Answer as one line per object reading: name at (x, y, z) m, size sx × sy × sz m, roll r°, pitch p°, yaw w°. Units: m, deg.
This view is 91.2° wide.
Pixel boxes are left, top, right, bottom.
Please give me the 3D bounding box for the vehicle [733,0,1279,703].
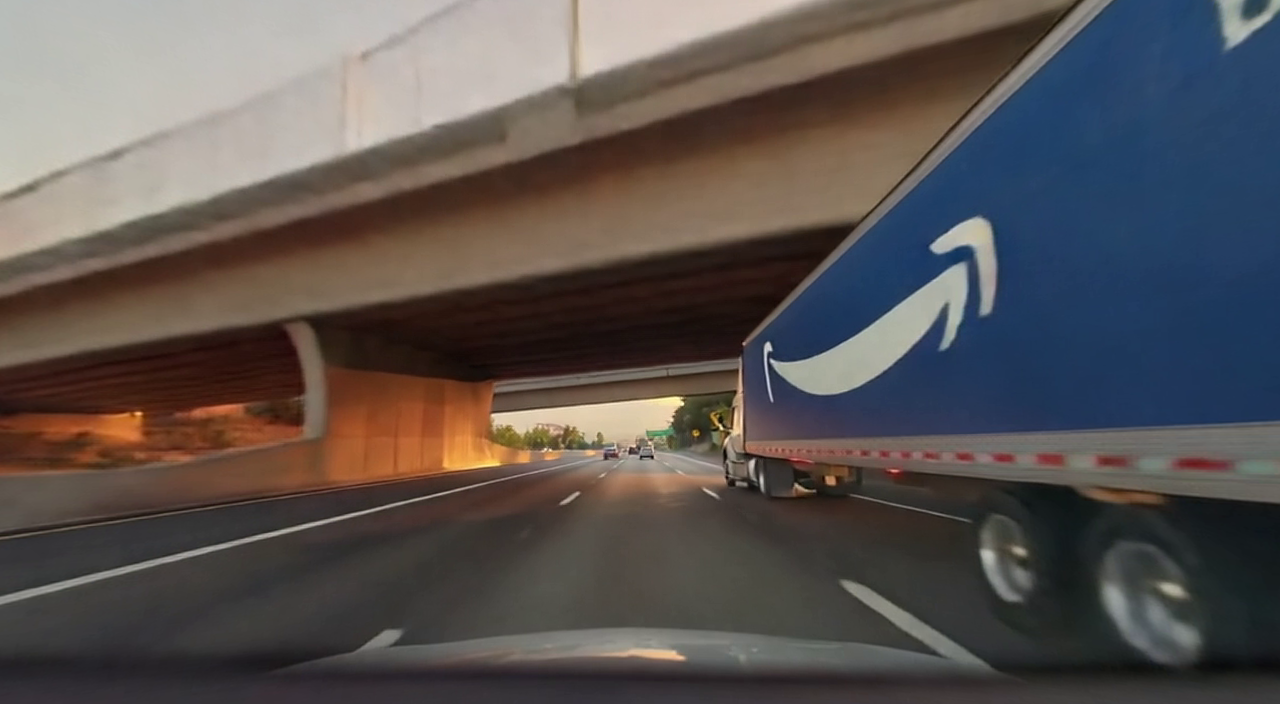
vehicle at (4.091, 0.622, 8.774) m, size 2.928 × 4.021 × 17.190 m, roll 0°, pitch -8°, yaw 0°
